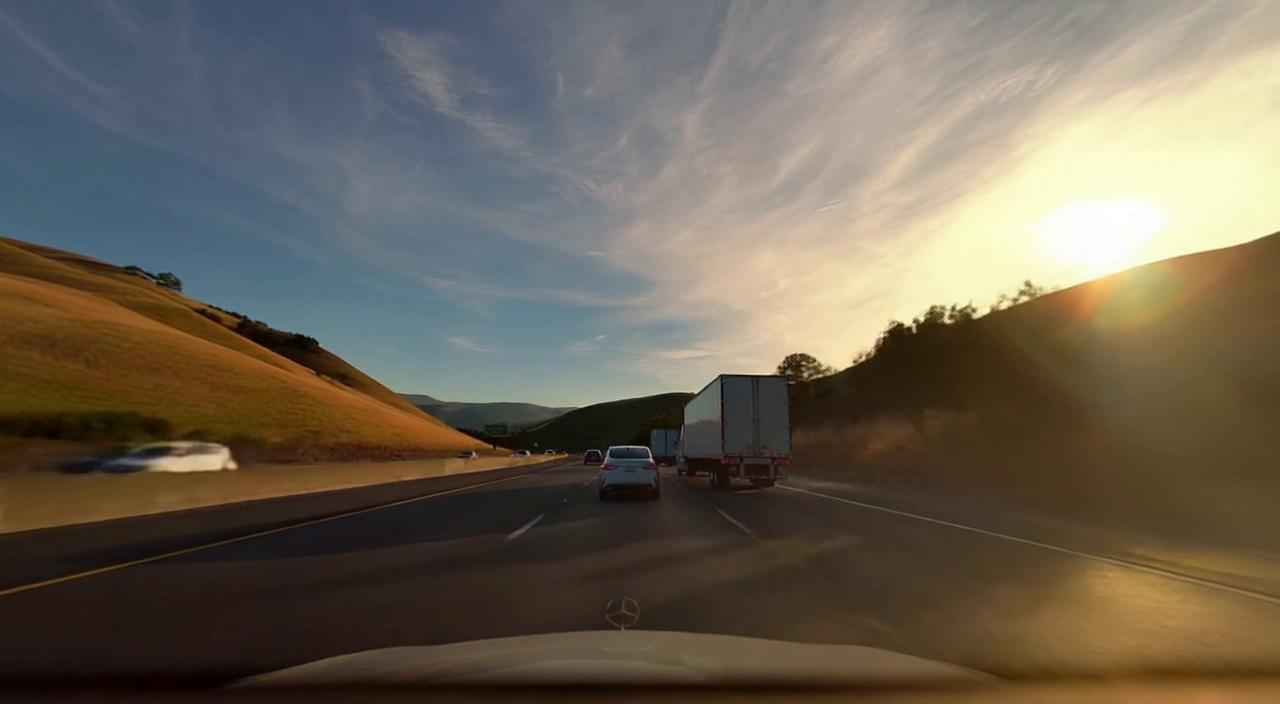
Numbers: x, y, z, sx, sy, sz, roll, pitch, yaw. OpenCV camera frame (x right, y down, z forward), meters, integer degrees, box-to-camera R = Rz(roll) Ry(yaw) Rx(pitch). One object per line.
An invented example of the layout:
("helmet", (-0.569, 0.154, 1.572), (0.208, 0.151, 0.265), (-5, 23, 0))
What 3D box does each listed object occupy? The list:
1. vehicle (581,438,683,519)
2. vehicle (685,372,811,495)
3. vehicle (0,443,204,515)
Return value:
("vehicle", (-0.187, 2.911, 14.973), (2.109, 1.639, 3.768), (0, -9, -1))
("vehicle", (4.069, 3.776, 27.954), (2.812, 4.024, 14.098), (0, -9, -1))
("vehicle", (-12.803, 2.906, 14.907), (1.832, 1.430, 4.440), (0, -9, 0))
